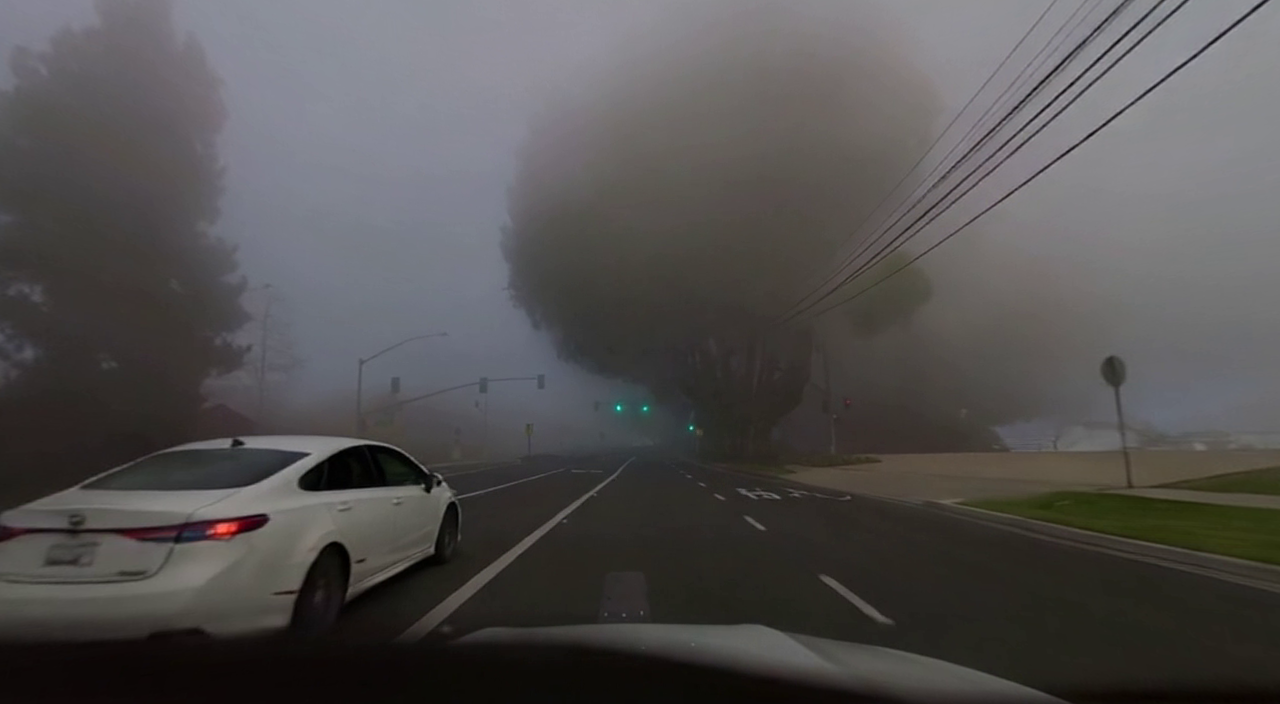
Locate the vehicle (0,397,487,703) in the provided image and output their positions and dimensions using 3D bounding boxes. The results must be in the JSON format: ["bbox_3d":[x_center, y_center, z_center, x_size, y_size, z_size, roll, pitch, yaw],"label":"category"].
[{"bbox_3d":[-3.144,1.376,5.624,2.139,1.564,4.901,0,-8,2],"label":"vehicle"}]
